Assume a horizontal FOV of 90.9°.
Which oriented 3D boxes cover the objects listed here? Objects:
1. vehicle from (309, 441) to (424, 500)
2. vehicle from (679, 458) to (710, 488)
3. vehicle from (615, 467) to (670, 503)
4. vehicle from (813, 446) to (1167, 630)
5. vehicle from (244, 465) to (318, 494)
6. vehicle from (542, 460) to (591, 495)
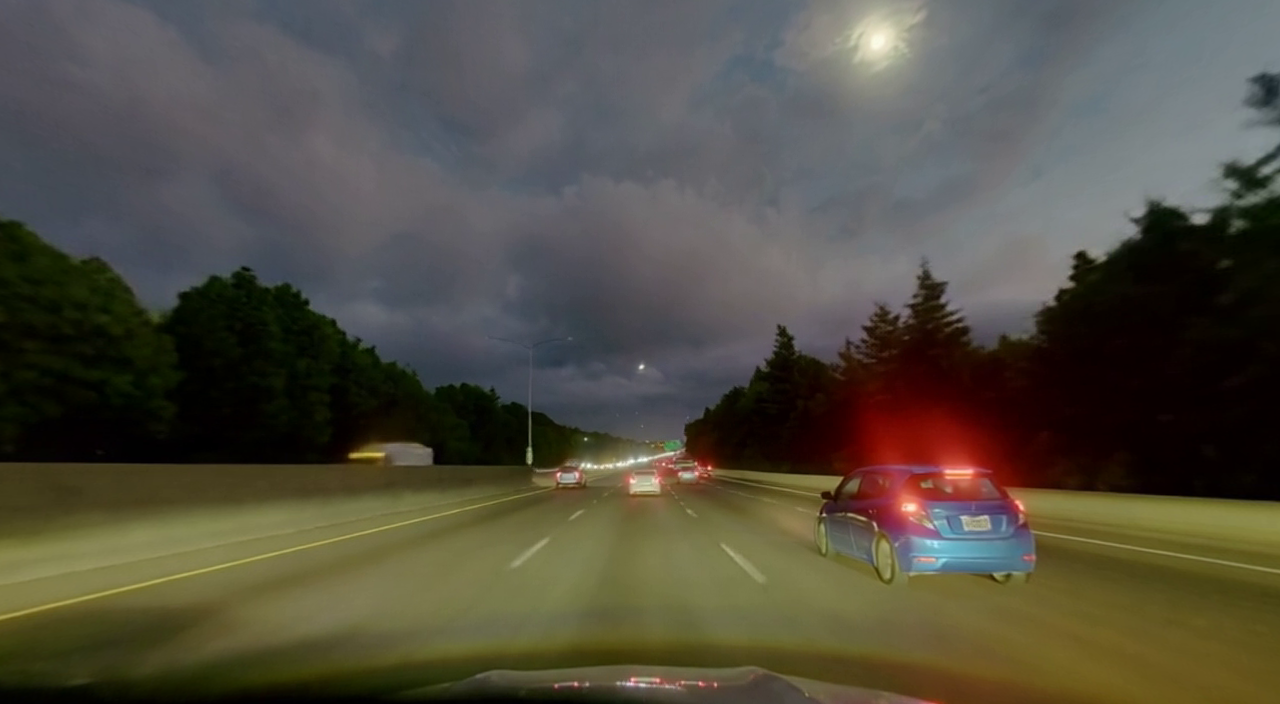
[{"bbox_3d":[-11.789,5.202,27.784,2.405,2.304,5.694,1,-10,0],"label":"vehicle"},{"bbox_3d":[4.203,9.429,49.300,2.030,2.172,3.621,1,-10,-2],"label":"vehicle"},{"bbox_3d":[0.115,5.718,27.370,2.241,1.425,3.973,1,-10,0],"label":"vehicle"},{"bbox_3d":[3.591,1.980,7.466,1.938,1.561,3.786,1,-10,-1],"label":"vehicle"},{"bbox_3d":[-23.614,8.412,41.681,2.026,1.765,4.751,1,-10,1],"label":"vehicle"},{"bbox_3d":[-3.873,6.737,33.916,2.021,1.706,4.247,0,-10,1],"label":"vehicle"}]
